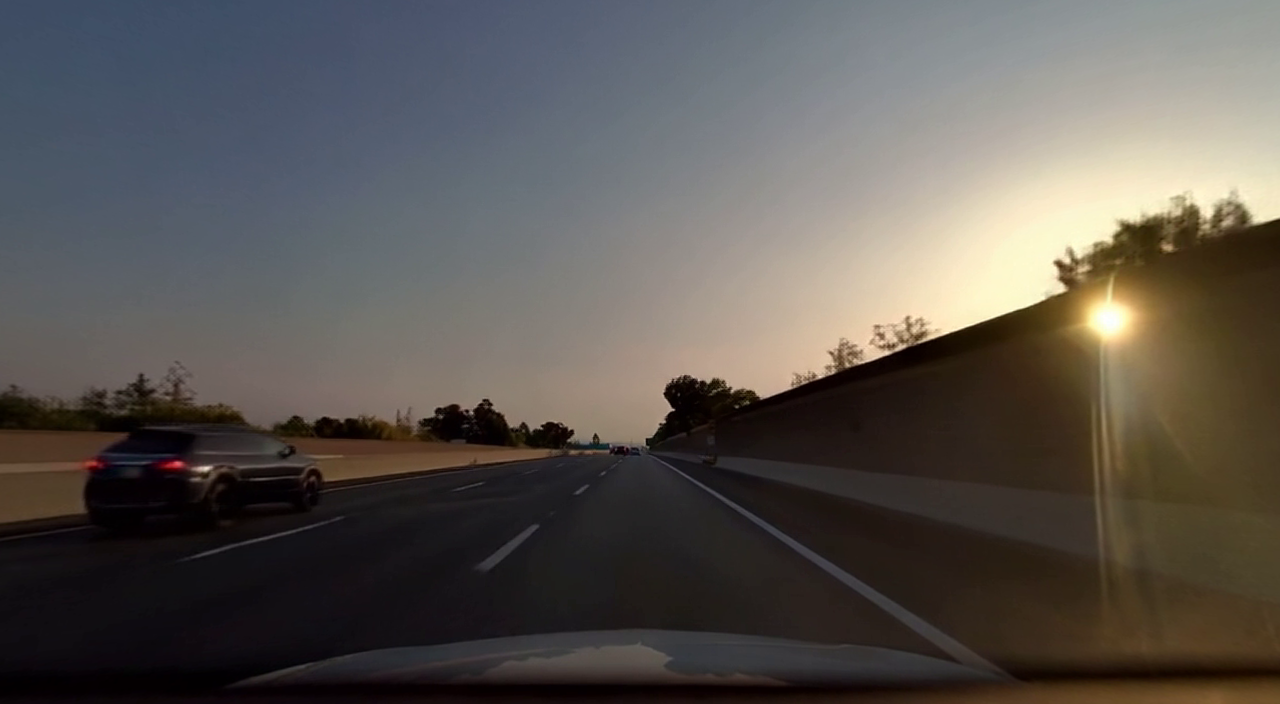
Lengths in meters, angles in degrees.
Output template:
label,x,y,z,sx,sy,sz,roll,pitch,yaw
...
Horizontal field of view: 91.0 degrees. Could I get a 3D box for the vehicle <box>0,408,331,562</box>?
label,x,y,z,sx,sy,sz,roll,pitch,yaw
vehicle,-6.881,1.831,9.403,2.109,1.692,4.712,0,-9,0
